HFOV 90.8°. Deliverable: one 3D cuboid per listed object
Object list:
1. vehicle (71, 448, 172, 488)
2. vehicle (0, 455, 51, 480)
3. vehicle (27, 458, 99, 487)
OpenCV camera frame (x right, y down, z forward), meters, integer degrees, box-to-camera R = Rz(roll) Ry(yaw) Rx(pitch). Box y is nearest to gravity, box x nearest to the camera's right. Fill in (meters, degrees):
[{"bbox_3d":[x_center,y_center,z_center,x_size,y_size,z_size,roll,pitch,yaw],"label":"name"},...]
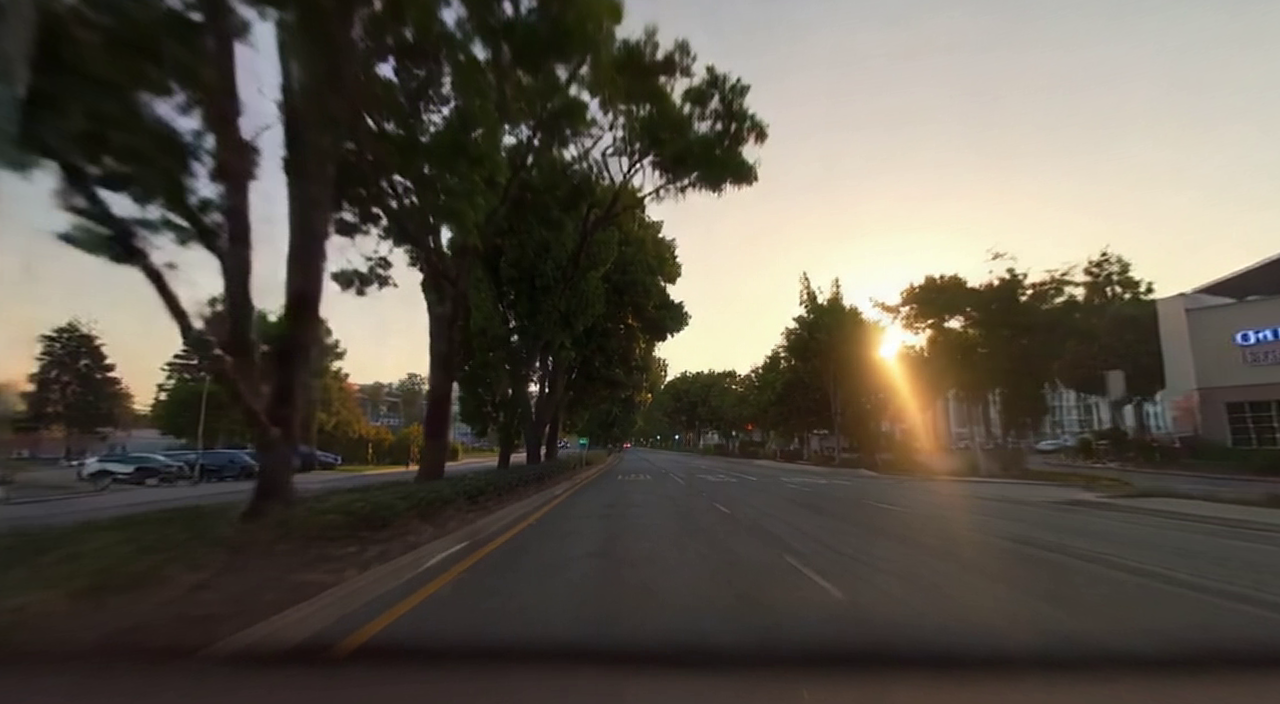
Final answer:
[{"bbox_3d":[-28.381,6.315,34.844,2.124,2.004,5.473,2,-9,-15],"label":"vehicle"},{"bbox_3d":[-46.633,8.494,46.254,4.813,1.685,2.076,-2,-10,-3],"label":"vehicle"},{"bbox_3d":[-33.846,7.059,37.185,2.020,1.489,3.997,4,-10,-26],"label":"vehicle"}]
